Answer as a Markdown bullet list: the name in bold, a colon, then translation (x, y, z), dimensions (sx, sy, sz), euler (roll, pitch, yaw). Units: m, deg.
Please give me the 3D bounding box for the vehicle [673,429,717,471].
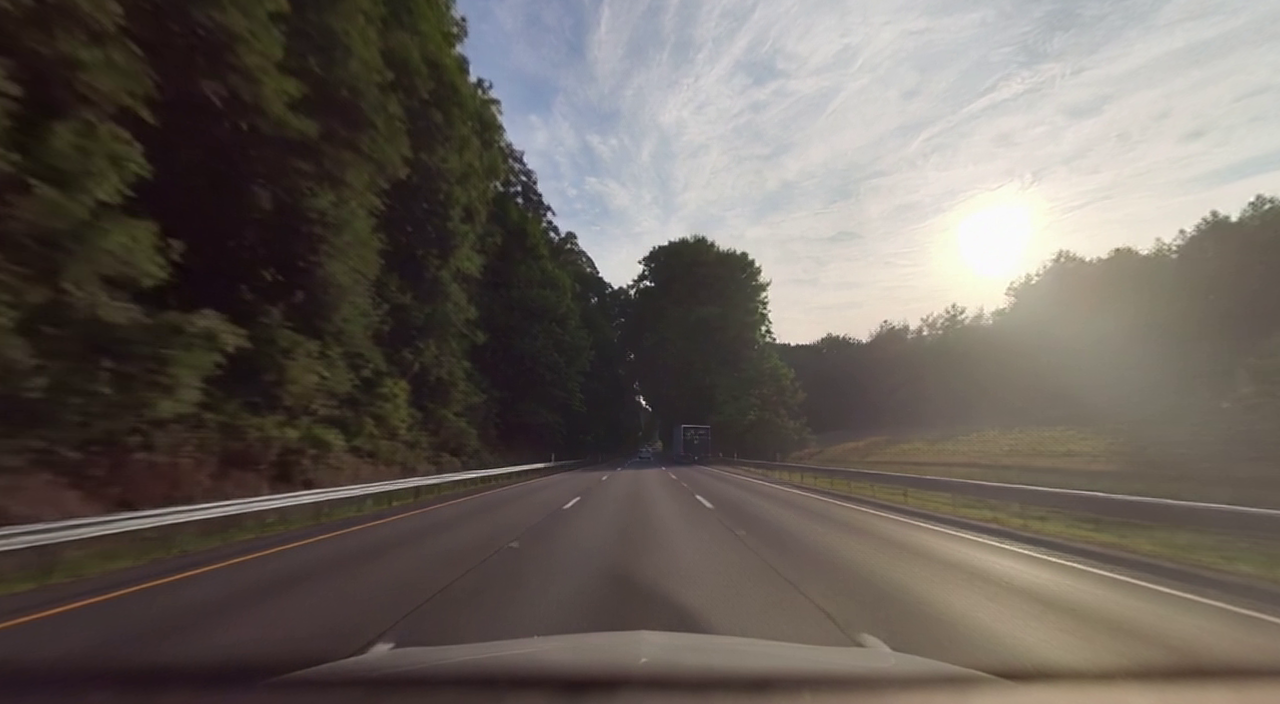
- **vehicle**: translation (3.908, 7.191, 46.166), dimensions (2.572, 2.795, 5.978), euler (0, -9, -1)
